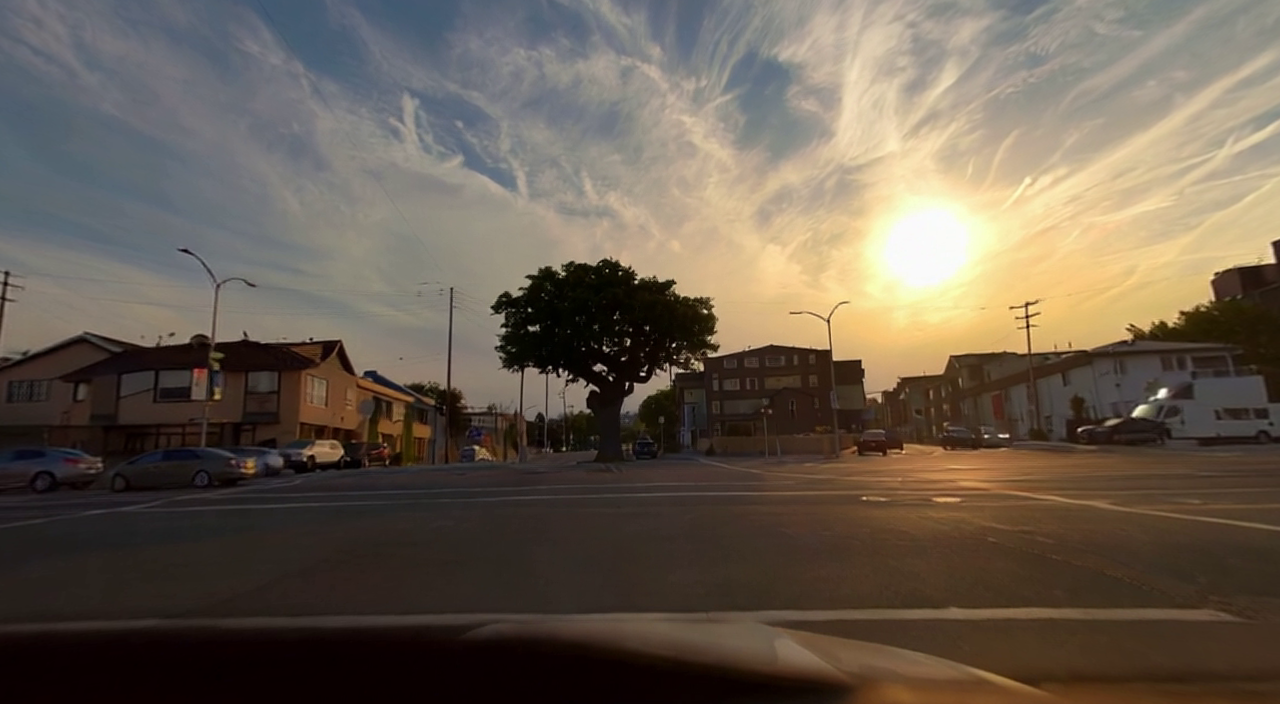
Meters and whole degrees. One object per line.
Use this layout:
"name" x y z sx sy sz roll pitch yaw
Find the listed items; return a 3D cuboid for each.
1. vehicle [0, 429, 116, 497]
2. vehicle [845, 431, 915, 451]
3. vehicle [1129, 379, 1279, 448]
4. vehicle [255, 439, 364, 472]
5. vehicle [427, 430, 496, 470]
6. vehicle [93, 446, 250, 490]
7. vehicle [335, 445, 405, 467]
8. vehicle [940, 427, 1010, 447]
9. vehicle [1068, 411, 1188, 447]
"vehicle" -21.526 3.936 22.590 3.506 2.261 2.158 -1 -8 5
"vehicle" 18.360 6.783 48.331 4.528 1.458 1.939 1 -7 -4
"vehicle" 33.443 3.405 34.793 10.986 3.604 2.707 0 -9 -5
"vehicle" -17.421 5.441 33.431 2.010 1.583 4.582 -6 -10 34
"vehicle" -8.353 4.713 29.992 2.156 1.620 4.945 3 -10 -4
"vehicle" -16.381 4.043 22.160 4.233 1.432 1.755 -1 -9 6
"vehicle" -19.791 7.651 46.363 4.277 1.527 1.987 0 -8 -3
"vehicle" 25.884 6.609 48.719 4.323 1.507 1.896 0 -8 -4
"vehicle" 29.242 4.630 37.906 5.277 2.032 2.408 1 -7 -3
